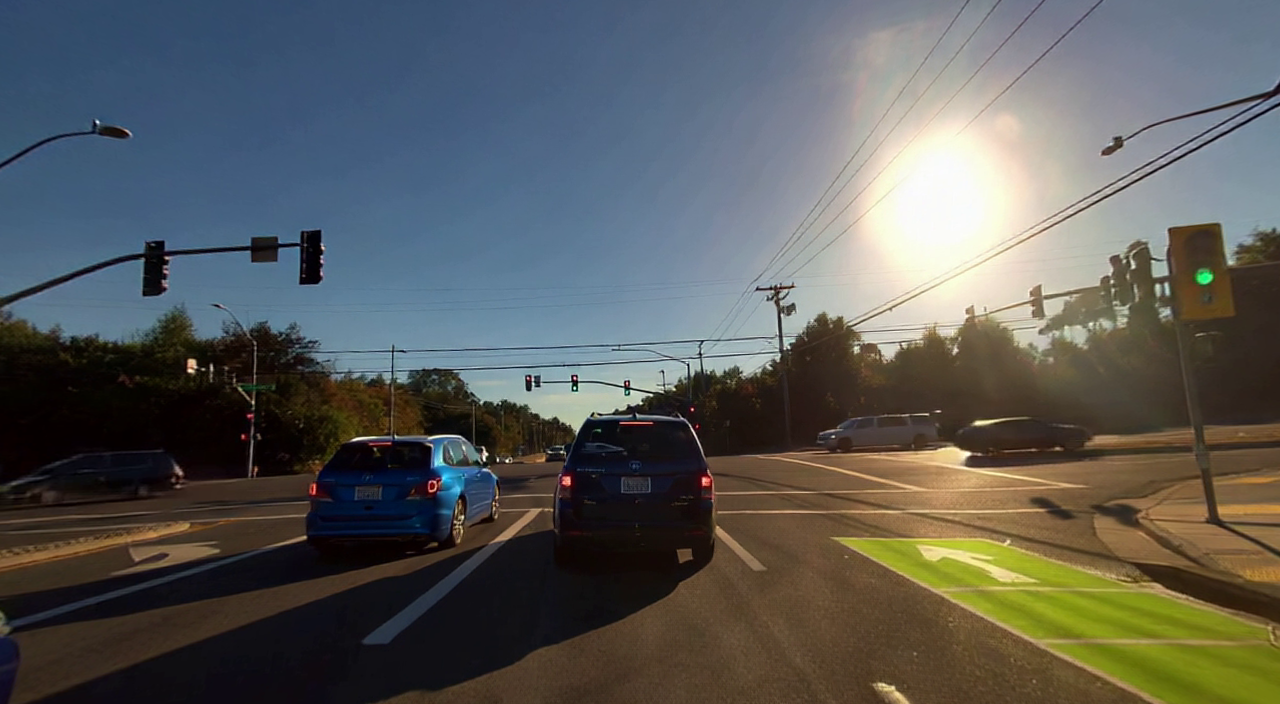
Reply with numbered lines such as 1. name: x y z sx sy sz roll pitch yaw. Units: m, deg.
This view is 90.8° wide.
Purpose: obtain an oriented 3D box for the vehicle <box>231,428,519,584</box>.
1. vehicle: -2.926 1.762 8.004 1.969 1.486 3.702 0 -8 1

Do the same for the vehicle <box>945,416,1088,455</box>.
1. vehicle: 16.693 3.750 28.250 4.977 1.648 2.088 -1 -8 5

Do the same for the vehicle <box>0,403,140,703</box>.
1. vehicle: -3.348 0.662 0.446 1.928 1.488 4.936 0 -8 0

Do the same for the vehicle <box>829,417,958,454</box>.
1. vehicle: 13.844 4.609 34.842 6.143 1.944 2.229 -1 -8 5

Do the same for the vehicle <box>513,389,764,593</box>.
1. vehicle: -0.049 1.510 7.618 2.182 1.773 4.041 0 -8 -1
